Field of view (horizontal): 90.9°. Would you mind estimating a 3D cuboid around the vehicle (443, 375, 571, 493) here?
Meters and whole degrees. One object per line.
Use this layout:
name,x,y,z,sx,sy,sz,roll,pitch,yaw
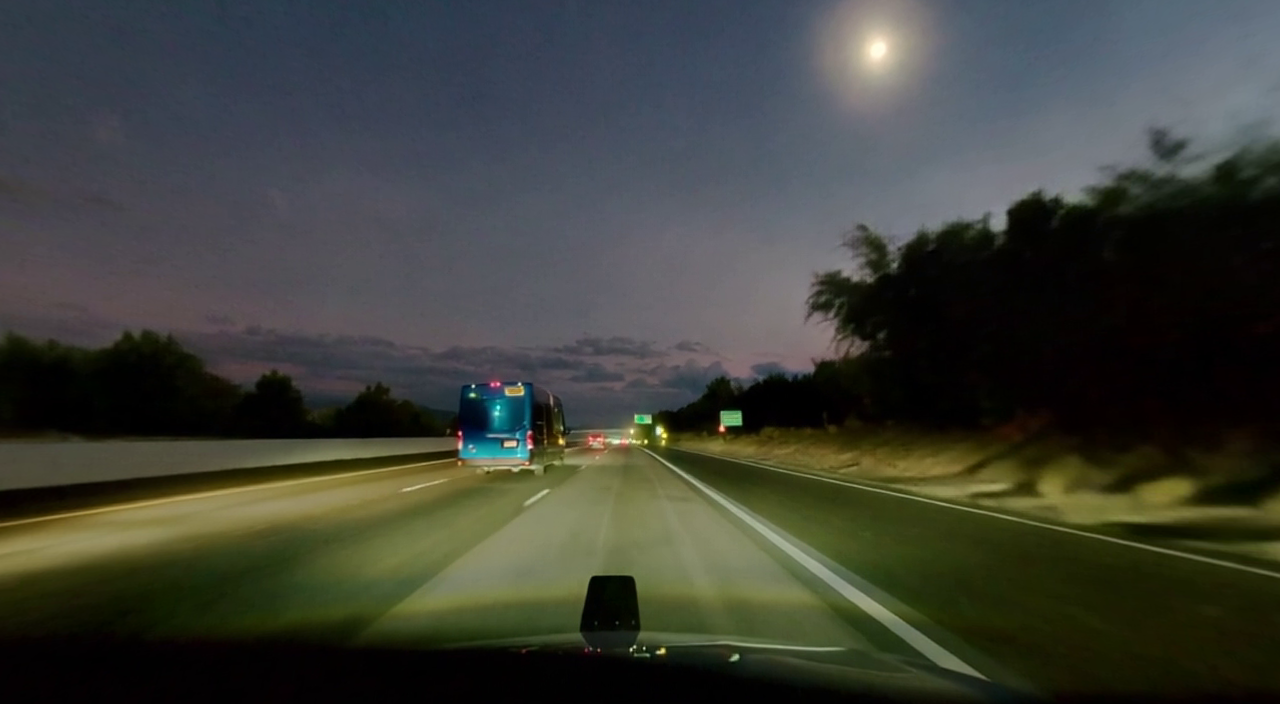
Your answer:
vehicle,-4.082,2.730,21.187,2.676,3.269,7.388,0,-7,0
